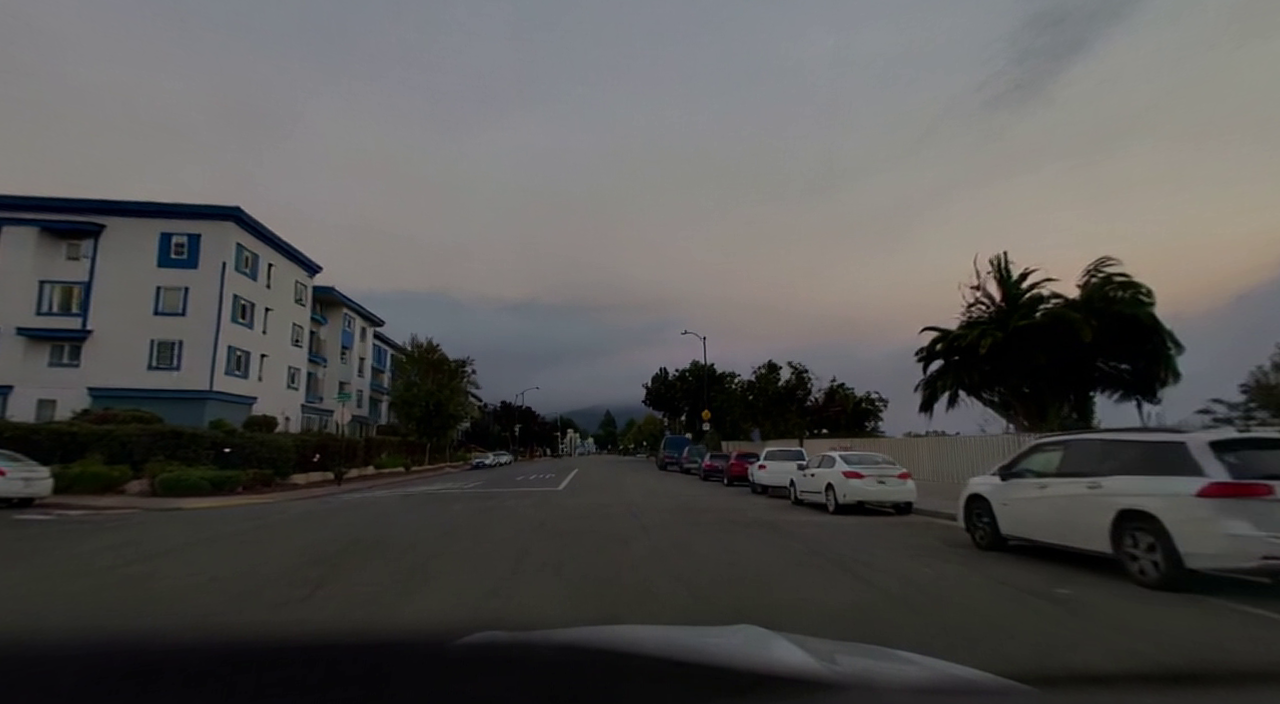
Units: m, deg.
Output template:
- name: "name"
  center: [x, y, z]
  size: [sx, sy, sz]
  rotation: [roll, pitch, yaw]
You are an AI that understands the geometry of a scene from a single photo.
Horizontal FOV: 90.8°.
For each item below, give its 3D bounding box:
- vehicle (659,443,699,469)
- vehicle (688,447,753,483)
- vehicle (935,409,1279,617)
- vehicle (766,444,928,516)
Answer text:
- name: "vehicle"
  center: [2.710, 7.334, 44.739]
  size: [2.386, 1.752, 4.376]
  rotation: [0, -8, -2]
- name: "vehicle"
  center: [3.560, 5.087, 28.768]
  size: [1.901, 1.495, 4.340]
  rotation: [1, -8, -6]
- name: "vehicle"
  center: [5.960, 1.690, 7.667]
  size: [1.917, 1.704, 4.840]
  rotation: [1, -9, -7]
- name: "vehicle"
  center: [5.081, 3.197, 16.432]
  size: [2.122, 1.554, 4.777]
  rotation: [1, -9, -7]
